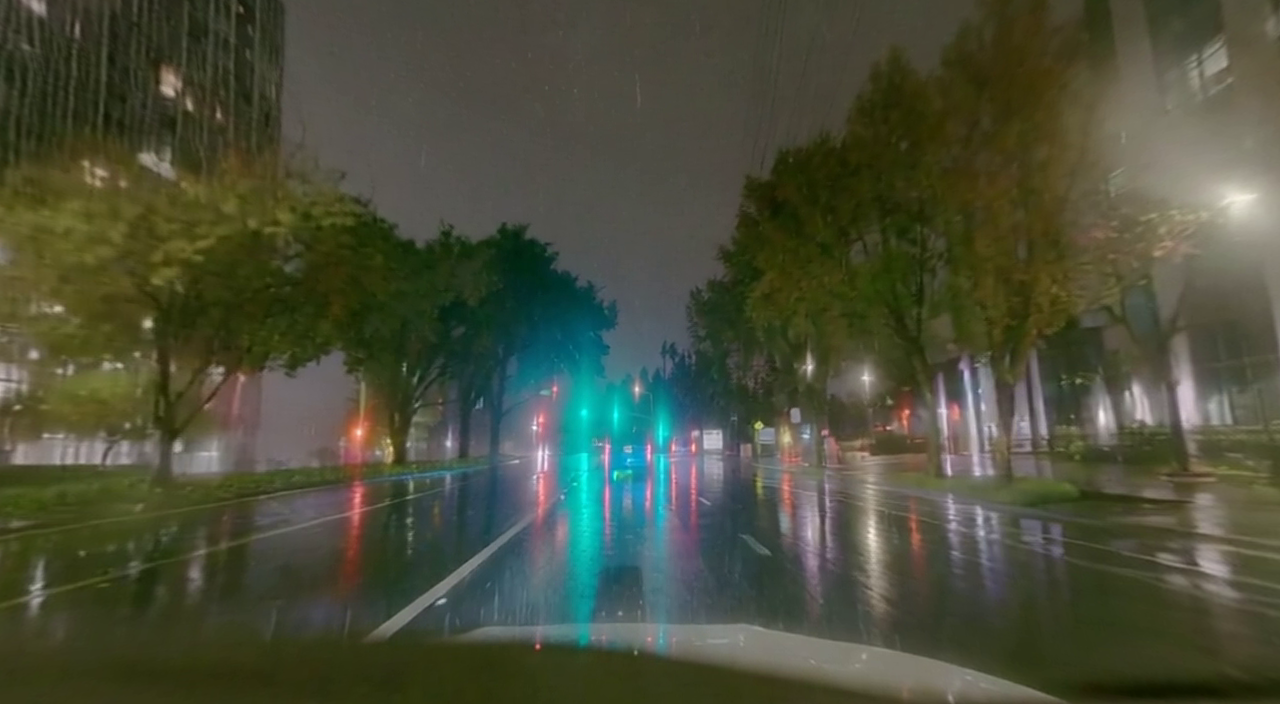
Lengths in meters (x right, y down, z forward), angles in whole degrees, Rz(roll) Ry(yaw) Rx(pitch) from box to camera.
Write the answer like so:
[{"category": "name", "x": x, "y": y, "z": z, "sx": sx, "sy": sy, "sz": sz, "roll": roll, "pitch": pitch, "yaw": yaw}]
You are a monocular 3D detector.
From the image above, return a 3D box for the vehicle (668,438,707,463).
[{"category": "vehicle", "x": 3.055, "y": 6.464, "z": 41.586, "sx": 2.065, "sy": 1.495, "sz": 4.792, "roll": 0, "pitch": -9, "yaw": -1}]

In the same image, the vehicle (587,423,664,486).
[{"category": "vehicle", "x": -0.473, "y": 3.431, "z": 21.308, "sx": 2.313, "sy": 1.860, "sz": 4.319, "roll": 0, "pitch": -9, "yaw": -1}]
